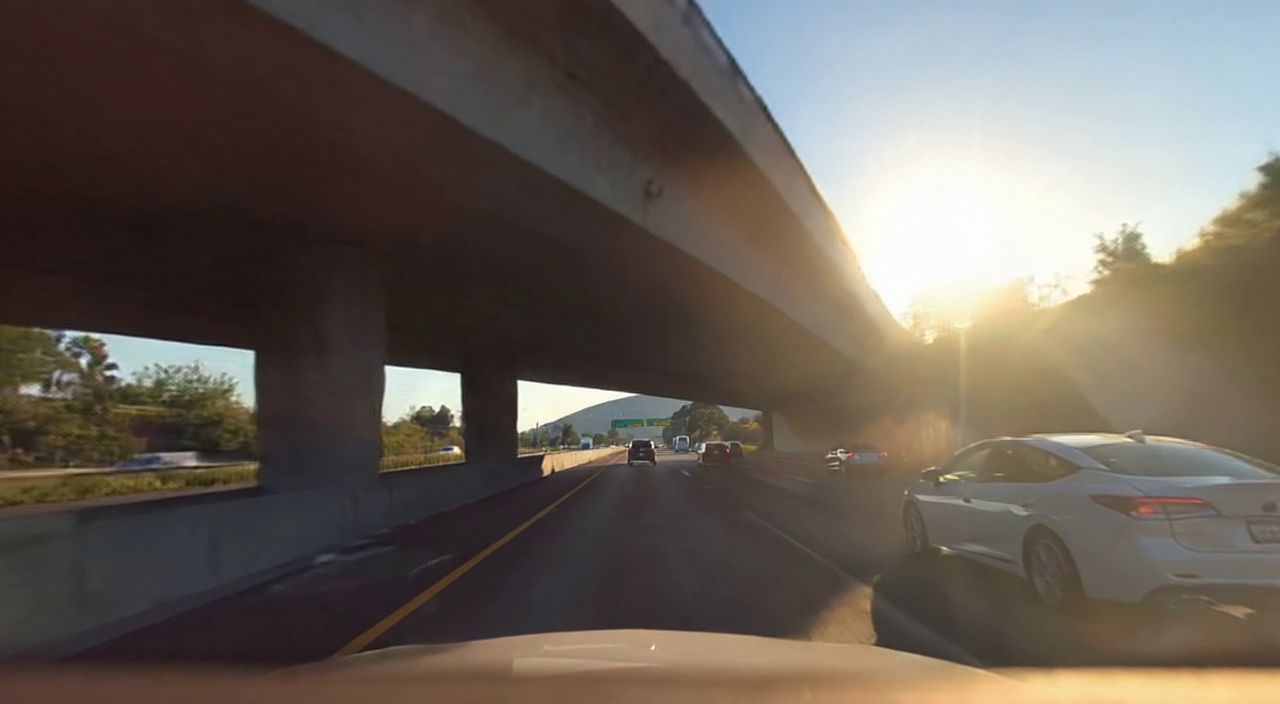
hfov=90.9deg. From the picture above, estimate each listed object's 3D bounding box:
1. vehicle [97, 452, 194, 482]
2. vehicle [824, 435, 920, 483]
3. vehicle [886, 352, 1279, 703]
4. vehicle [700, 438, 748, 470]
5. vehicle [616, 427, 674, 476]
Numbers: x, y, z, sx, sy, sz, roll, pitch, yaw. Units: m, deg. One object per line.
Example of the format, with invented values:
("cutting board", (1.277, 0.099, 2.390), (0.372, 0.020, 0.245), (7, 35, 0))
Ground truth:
("vehicle", (-27.532, 6.402, 35.346), (1.938, 1.496, 4.304), (-1, -8, 0))
("vehicle", (8.057, 3.750, 22.359), (1.810, 1.516, 4.183), (-1, -8, 0))
("vehicle", (3.701, 1.124, 4.641), (2.003, 1.661, 4.418), (-1, -8, 1))
("vehicle", (4.157, 5.100, 31.770), (1.825, 1.487, 4.034), (0, -8, -1))
("vehicle", (0.191, 4.091, 26.093), (2.189, 1.852, 4.038), (0, -8, 0))
